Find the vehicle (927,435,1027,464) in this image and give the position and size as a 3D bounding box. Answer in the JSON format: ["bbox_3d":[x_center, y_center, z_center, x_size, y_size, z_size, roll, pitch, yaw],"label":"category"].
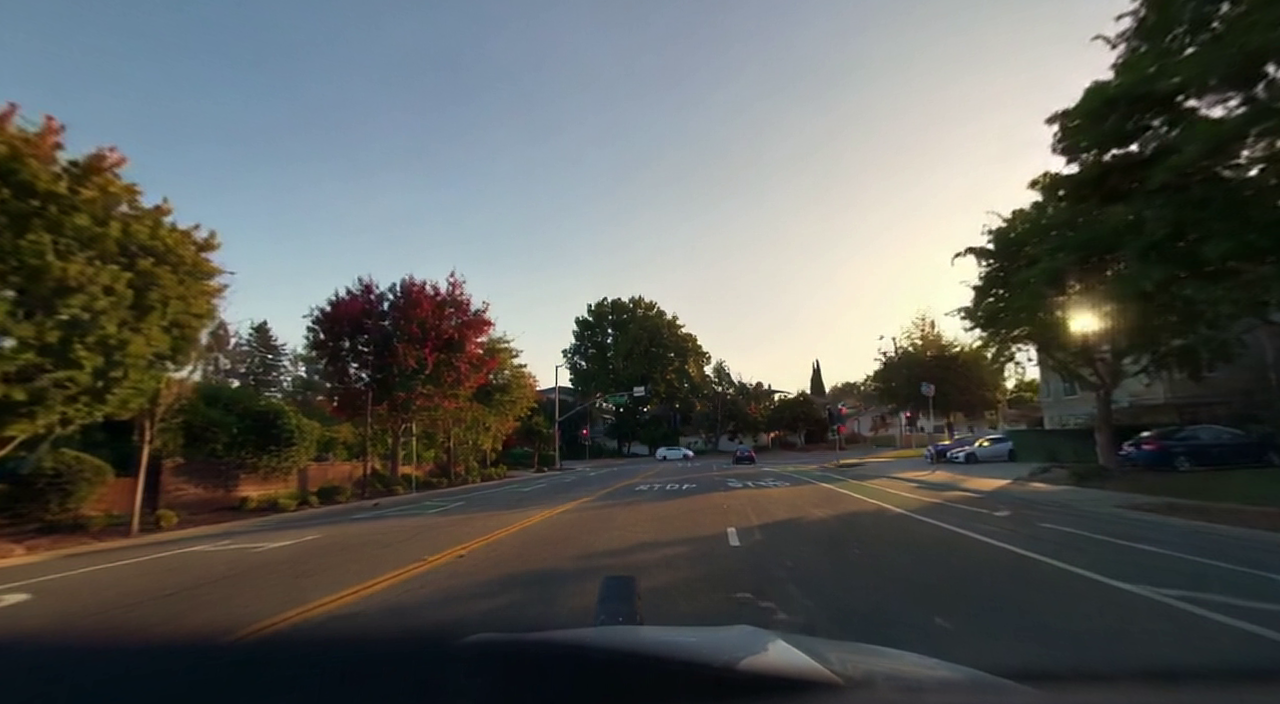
[{"bbox_3d":[19.781,5.746,37.241,4.702,1.595,1.986,-1,-9,5],"label":"vehicle"}]

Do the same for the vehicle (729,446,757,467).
[{"bbox_3d":[8.030,8.183,49.569,1.947,1.485,4.336,-1,-9,6],"label":"vehicle"}]

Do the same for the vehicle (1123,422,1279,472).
[{"bbox_3d":[18.342,3.031,20.144,4.210,1.474,1.799,-2,-9,9],"label":"vehicle"}]
